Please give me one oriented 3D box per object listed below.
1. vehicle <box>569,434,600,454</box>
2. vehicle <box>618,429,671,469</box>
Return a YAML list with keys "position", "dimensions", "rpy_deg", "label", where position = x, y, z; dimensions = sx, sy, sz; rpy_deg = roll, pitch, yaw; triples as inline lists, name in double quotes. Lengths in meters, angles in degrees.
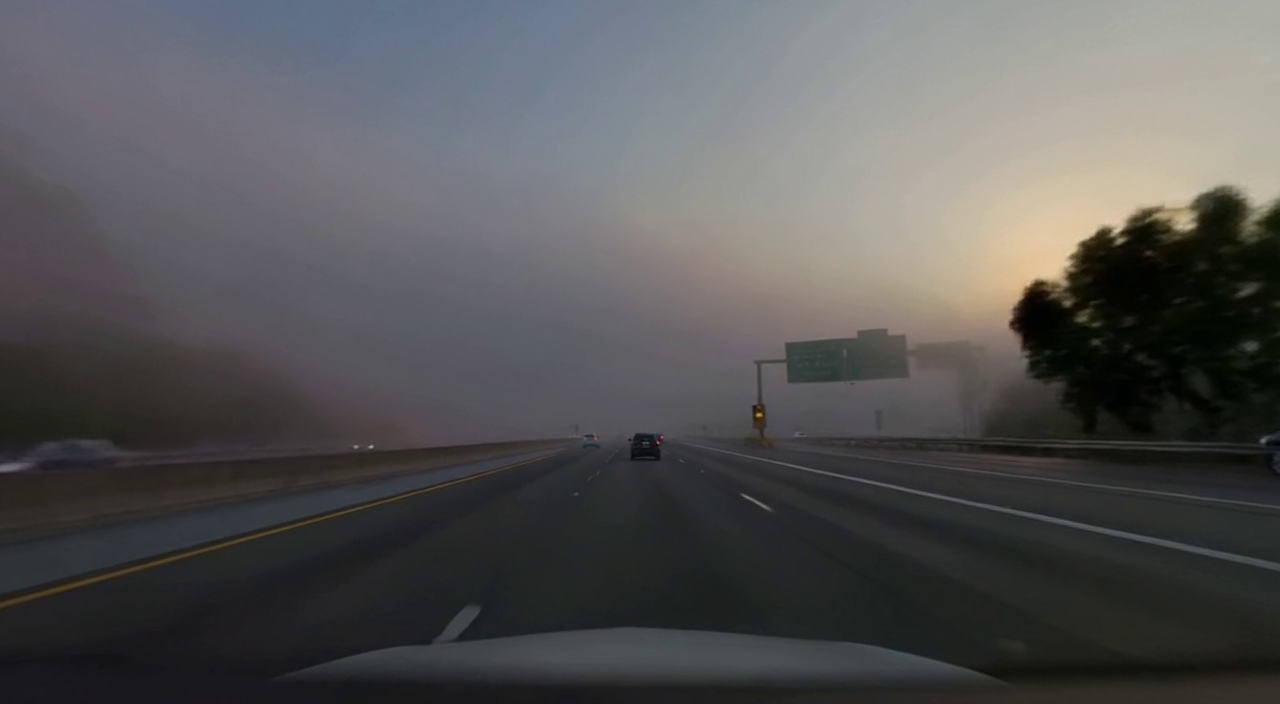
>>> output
- position: [-4.222, 7.072, 48.489]
  dimensions: [2.014, 1.471, 4.380]
  rpy_deg: [0, -8, -1]
  label: "vehicle"
- position: [0.120, 4.114, 26.856]
  dimensions: [2.086, 1.554, 3.875]
  rpy_deg: [0, -8, -2]
  label: "vehicle"
